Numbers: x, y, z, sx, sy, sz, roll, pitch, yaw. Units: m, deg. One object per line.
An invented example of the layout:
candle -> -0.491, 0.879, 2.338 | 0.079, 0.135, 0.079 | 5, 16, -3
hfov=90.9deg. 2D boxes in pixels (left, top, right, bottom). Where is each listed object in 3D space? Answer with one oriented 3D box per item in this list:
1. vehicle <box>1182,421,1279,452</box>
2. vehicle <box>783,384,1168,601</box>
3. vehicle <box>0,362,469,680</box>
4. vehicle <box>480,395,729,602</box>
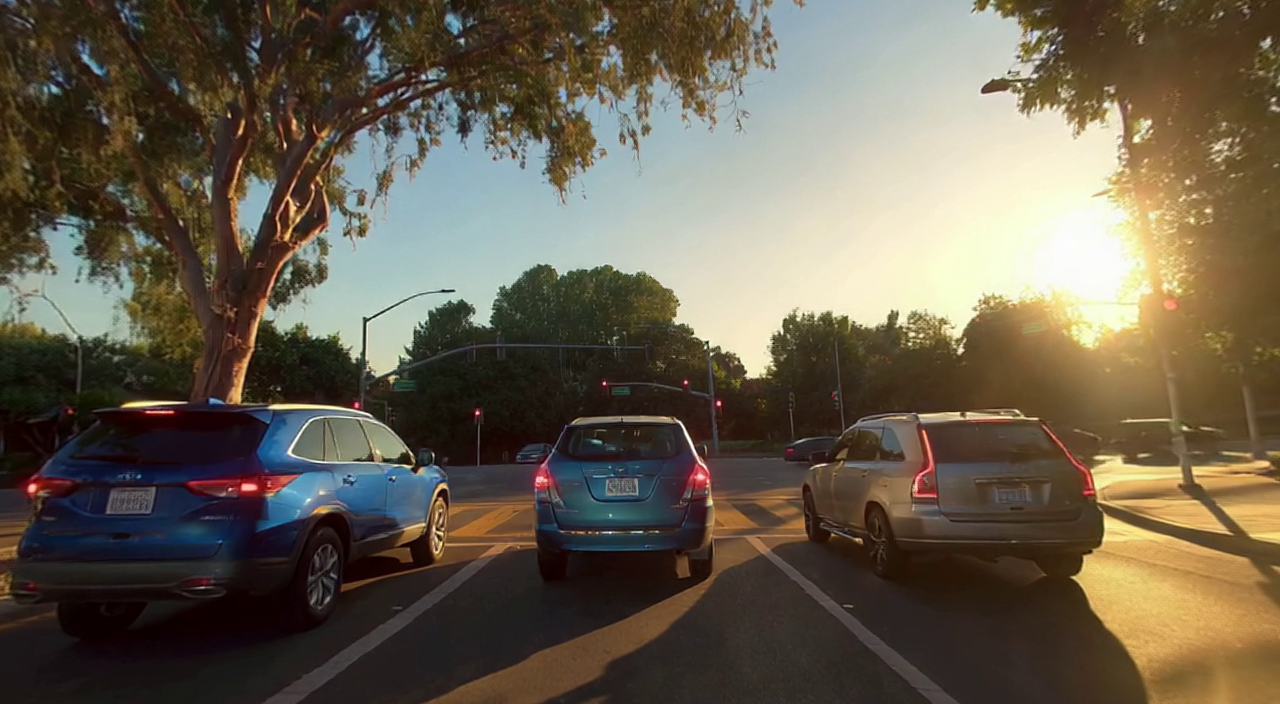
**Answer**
vehicle -> 32.833, 4.671, 34.792 | 4.175, 1.634, 1.877 | 1, -8, -5
vehicle -> 3.274, 1.483, 7.511 | 2.083, 1.779, 4.532 | 0, -8, 0
vehicle -> -3.272, 1.283, 5.883 | 2.047, 1.810, 4.414 | 0, -8, 1
vehicle -> -0.238, 1.512, 7.317 | 2.067, 1.702, 3.987 | 0, -8, 2
